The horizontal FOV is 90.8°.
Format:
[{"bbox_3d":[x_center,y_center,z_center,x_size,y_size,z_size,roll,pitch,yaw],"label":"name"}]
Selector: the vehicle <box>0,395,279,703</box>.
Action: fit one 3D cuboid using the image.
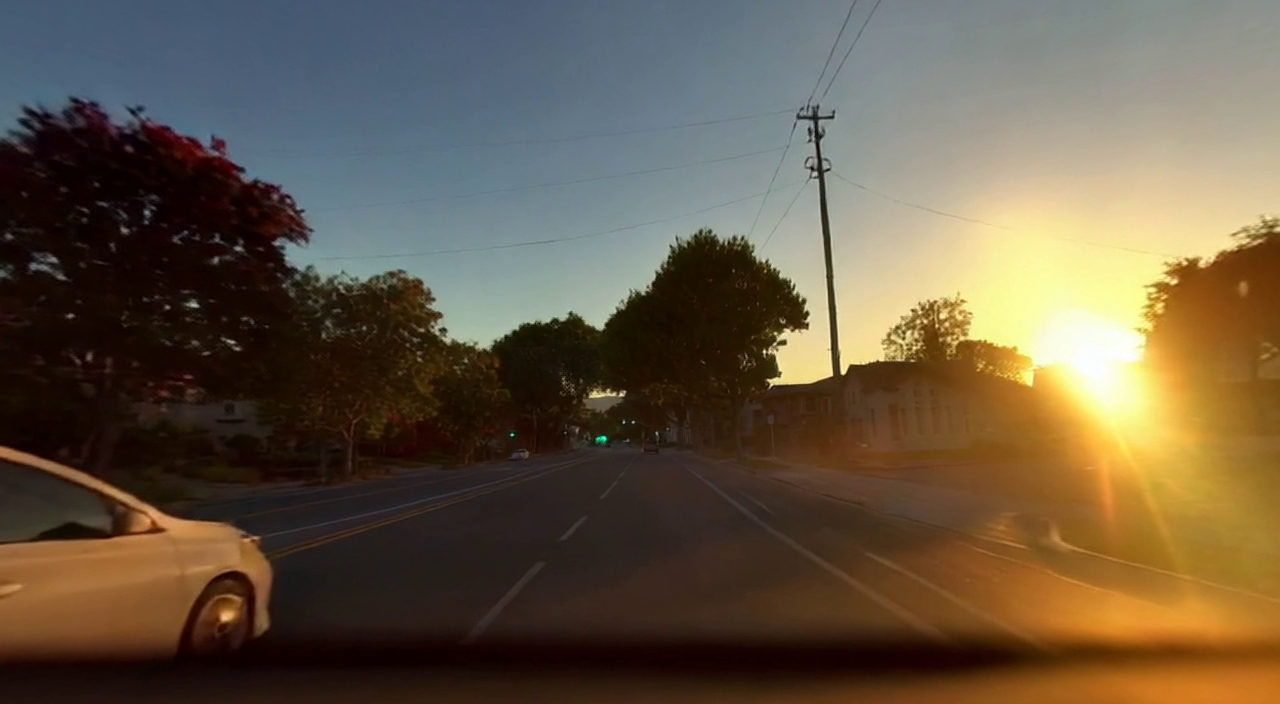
[{"bbox_3d":[-3.060,0.797,1.350,2.113,1.493,4.222,0,-9,-1],"label":"vehicle"}]
